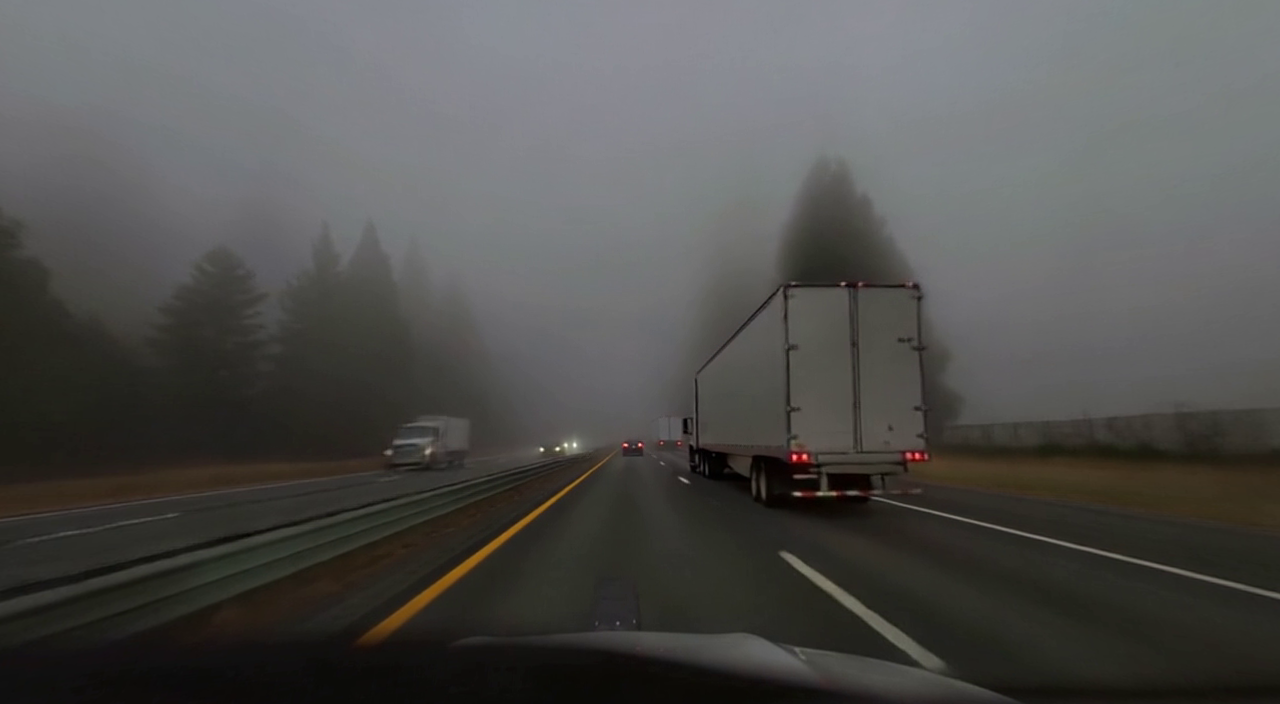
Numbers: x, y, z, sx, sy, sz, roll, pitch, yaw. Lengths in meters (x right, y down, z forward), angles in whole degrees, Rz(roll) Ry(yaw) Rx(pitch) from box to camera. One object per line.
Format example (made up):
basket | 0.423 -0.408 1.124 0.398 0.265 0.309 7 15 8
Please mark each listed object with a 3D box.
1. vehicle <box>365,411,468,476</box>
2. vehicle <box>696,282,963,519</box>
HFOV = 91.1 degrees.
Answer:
vehicle | -12.586 5.251 36.333 2.977 3.133 8.363 -3 -8 0
vehicle | 3.773 1.691 17.539 2.919 4.004 13.911 0 -8 -1
